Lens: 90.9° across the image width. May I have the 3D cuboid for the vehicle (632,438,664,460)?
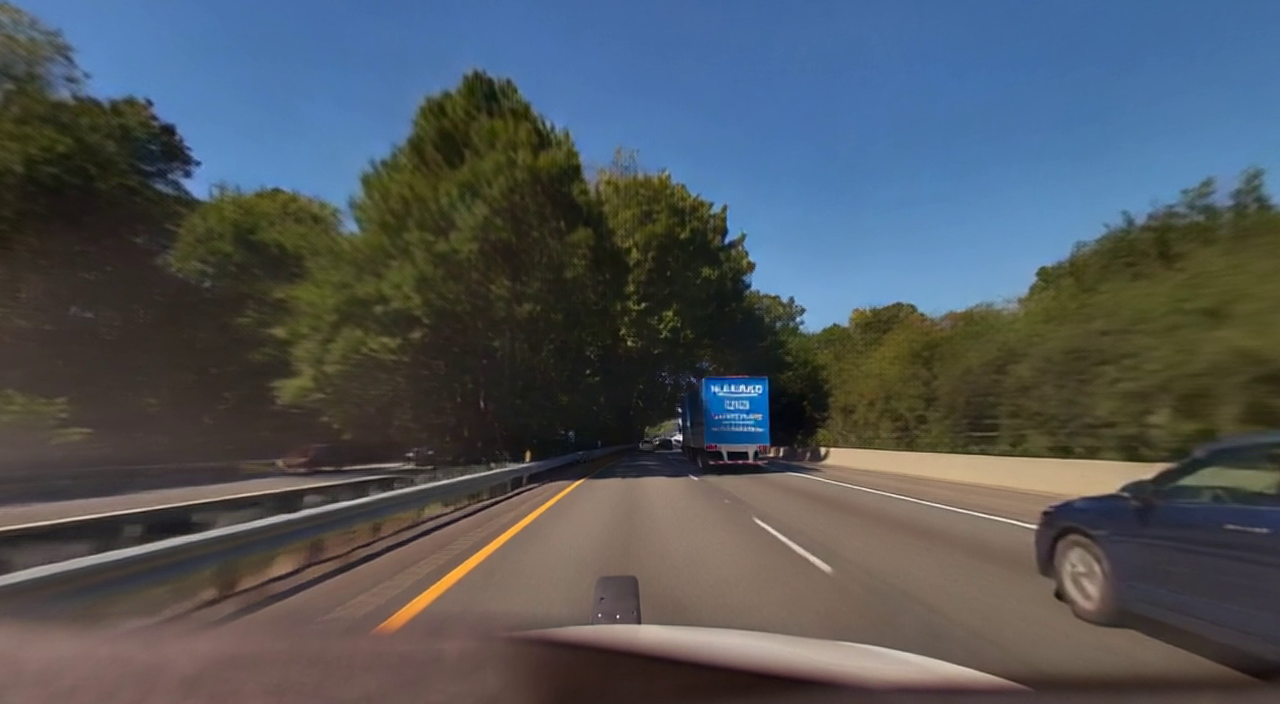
[{"bbox_3d":[0.594,7.027,45.863,2.209,1.499,4.144,0,-8,1],"label":"vehicle"}]

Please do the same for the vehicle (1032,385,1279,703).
[{"bbox_3d":[3.982,0.889,2.515,2.028,1.573,4.207,0,-8,-1],"label":"vehicle"}]

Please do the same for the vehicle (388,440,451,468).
[{"bbox_3d":[-13.790,6.389,39.719,2.059,1.632,4.713,-1,-8,3],"label":"vehicle"}]

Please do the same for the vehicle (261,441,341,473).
[{"bbox_3d":[-18.248,5.643,34.174,1.882,1.605,4.237,0,-8,1],"label":"vehicle"}]

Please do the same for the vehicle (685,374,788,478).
[{"bbox_3d":[4.303,3.847,31.860,3.171,4.072,13.784,0,-8,1],"label":"vehicle"}]
